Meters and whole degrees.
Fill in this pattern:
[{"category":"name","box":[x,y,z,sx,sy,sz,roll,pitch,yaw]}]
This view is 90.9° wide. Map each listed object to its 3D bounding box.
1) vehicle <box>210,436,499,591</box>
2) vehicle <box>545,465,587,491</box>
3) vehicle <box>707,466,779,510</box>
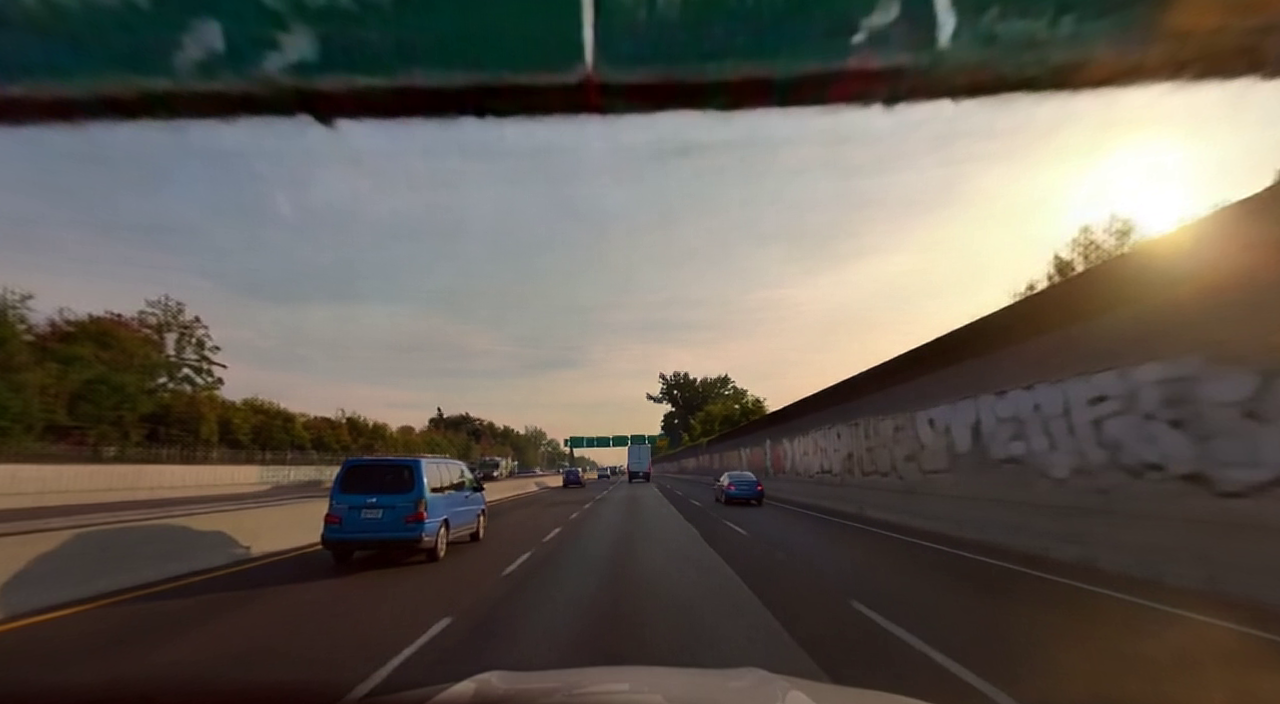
[{"category":"vehicle","box":[-3.551,2.137,9.021,2.004,1.610,4.508,1,-10,0]},{"category":"vehicle","box":[-4.405,7.559,37.959,2.054,1.443,4.131,1,-10,0]},{"category":"vehicle","box":[3.747,5.040,23.704,1.917,1.458,4.199,1,-10,-1]}]
